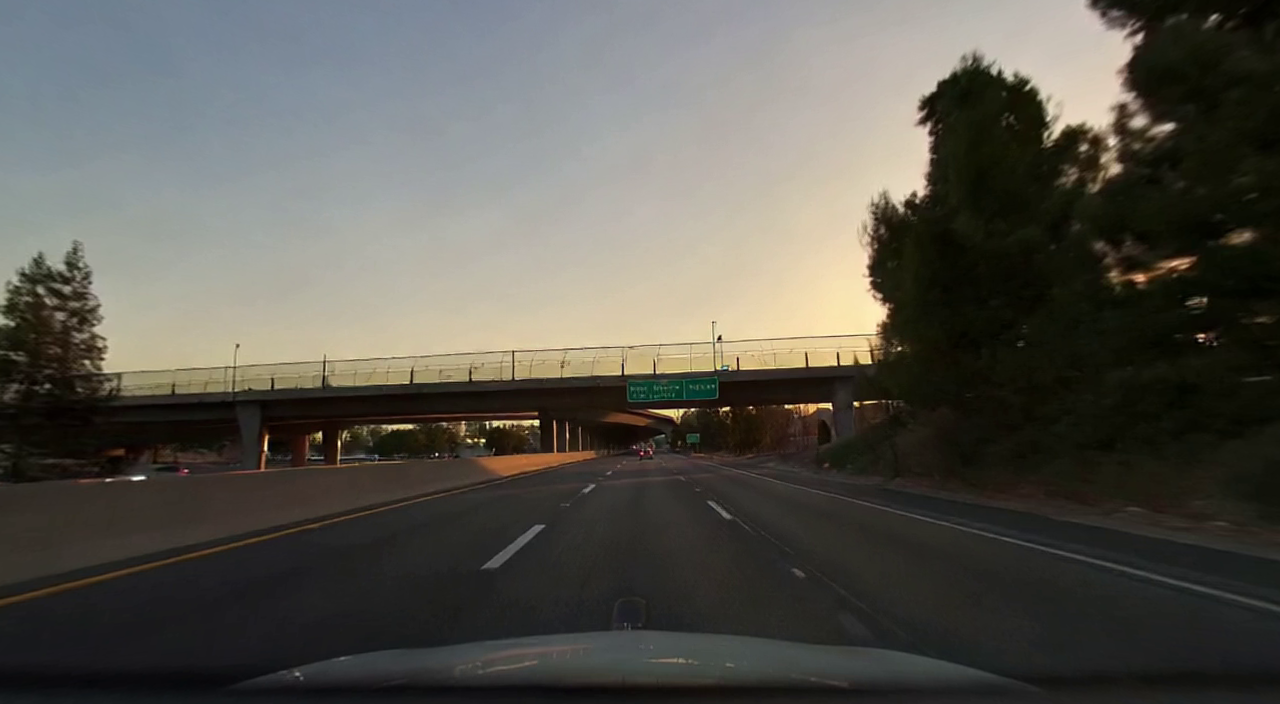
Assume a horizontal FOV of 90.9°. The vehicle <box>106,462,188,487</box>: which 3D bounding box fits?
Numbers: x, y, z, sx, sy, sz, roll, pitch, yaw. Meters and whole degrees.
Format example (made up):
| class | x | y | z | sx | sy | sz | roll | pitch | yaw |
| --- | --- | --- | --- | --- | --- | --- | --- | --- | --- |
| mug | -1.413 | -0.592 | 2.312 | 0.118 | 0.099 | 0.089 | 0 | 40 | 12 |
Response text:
| class | x | y | z | sx | sy | sz | roll | pitch | yaw |
| --- | --- | --- | --- | --- | --- | --- | --- | --- | --- |
| vehicle | -31.832 | 7.918 | 40.888 | 1.786 | 1.420 | 4.293 | 0 | -8 | 1 |
